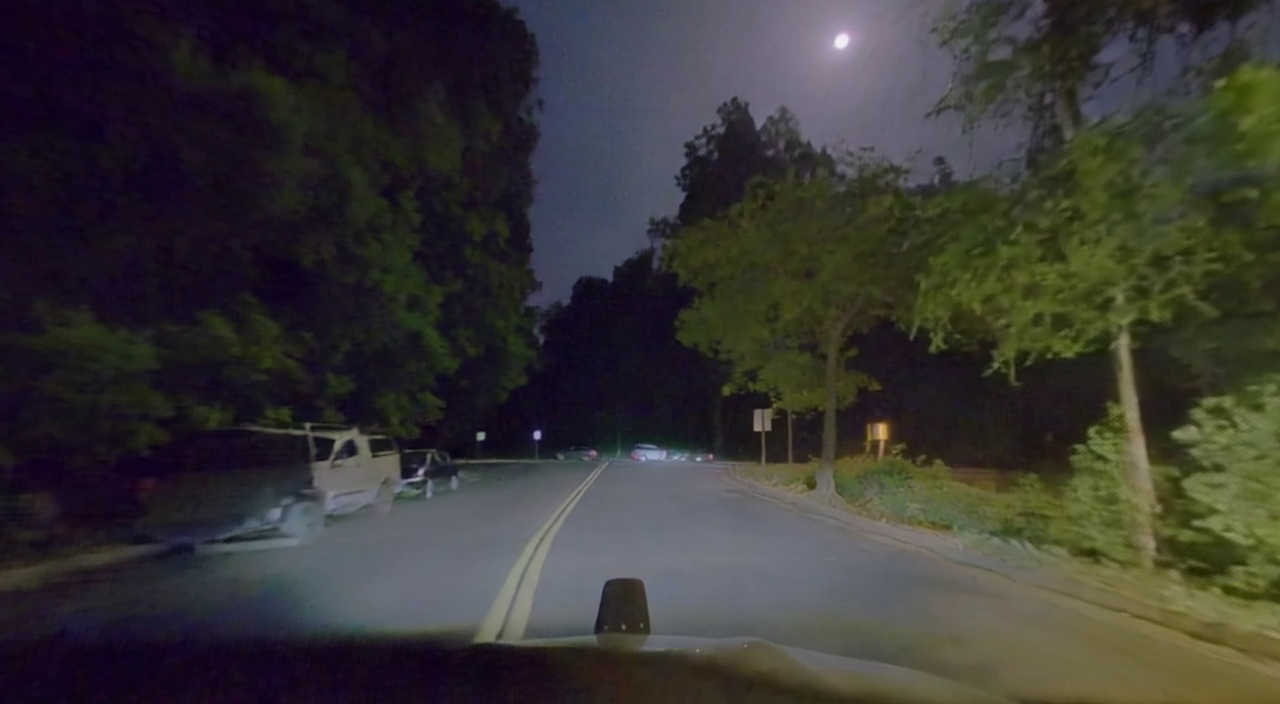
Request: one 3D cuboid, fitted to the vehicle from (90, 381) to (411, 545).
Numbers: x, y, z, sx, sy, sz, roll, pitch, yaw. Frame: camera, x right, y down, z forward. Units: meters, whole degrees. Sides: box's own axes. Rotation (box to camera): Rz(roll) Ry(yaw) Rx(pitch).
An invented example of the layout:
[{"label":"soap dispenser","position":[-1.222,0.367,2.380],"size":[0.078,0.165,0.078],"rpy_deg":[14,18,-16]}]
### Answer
[{"label":"vehicle","position":[-6.639,2.176,11.982],"size":[2.583,2.167,5.667],"rpy_deg":[-4,-12,-1]}]
